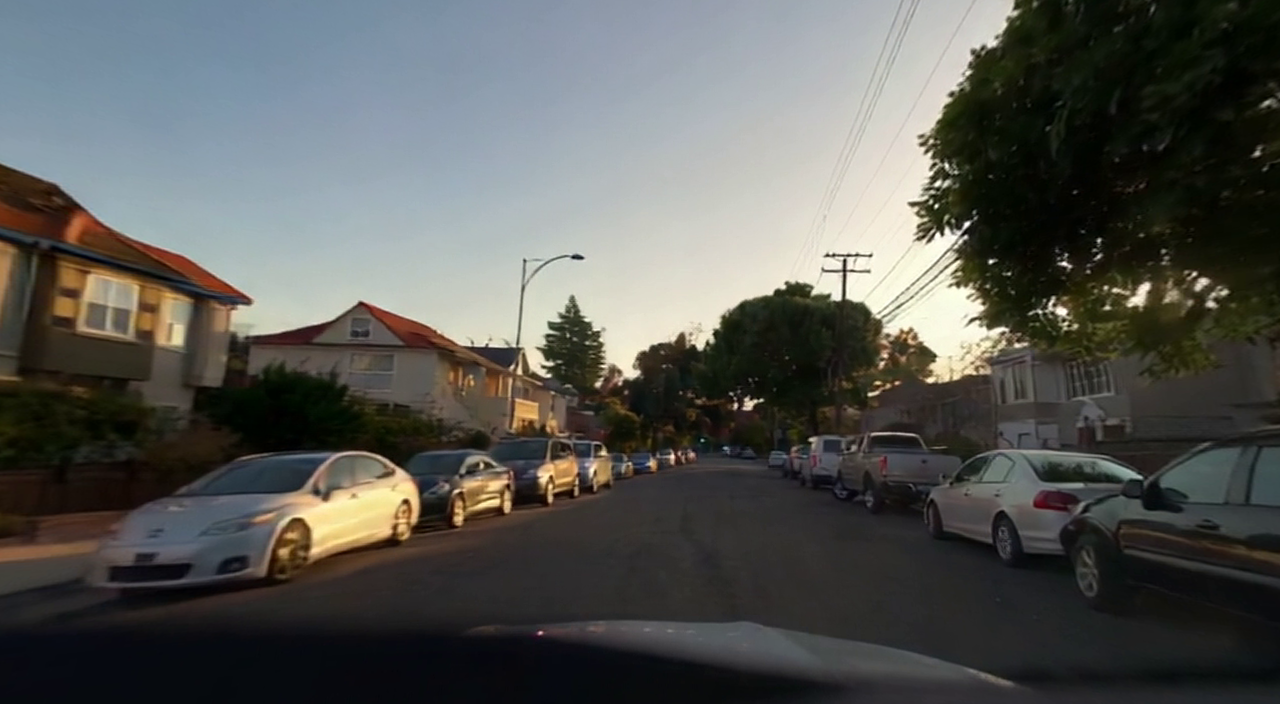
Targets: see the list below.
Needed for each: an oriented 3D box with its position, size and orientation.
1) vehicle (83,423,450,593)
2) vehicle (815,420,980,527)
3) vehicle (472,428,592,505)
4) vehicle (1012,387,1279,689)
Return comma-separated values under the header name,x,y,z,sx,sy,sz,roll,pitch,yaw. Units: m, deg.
name,x,y,z,sx,sy,sz,roll,pitch,yaw
vehicle,-4.506,1.903,8.694,1.909,1.675,4.442,-1,-8,8
vehicle,5.840,2.793,15.243,2.237,2.071,5.332,-1,-8,7
vehicle,-2.931,3.267,18.473,2.034,1.923,4.713,-1,-8,9
vehicle,4.907,1.302,4.389,2.055,1.763,5.134,4,-10,6
